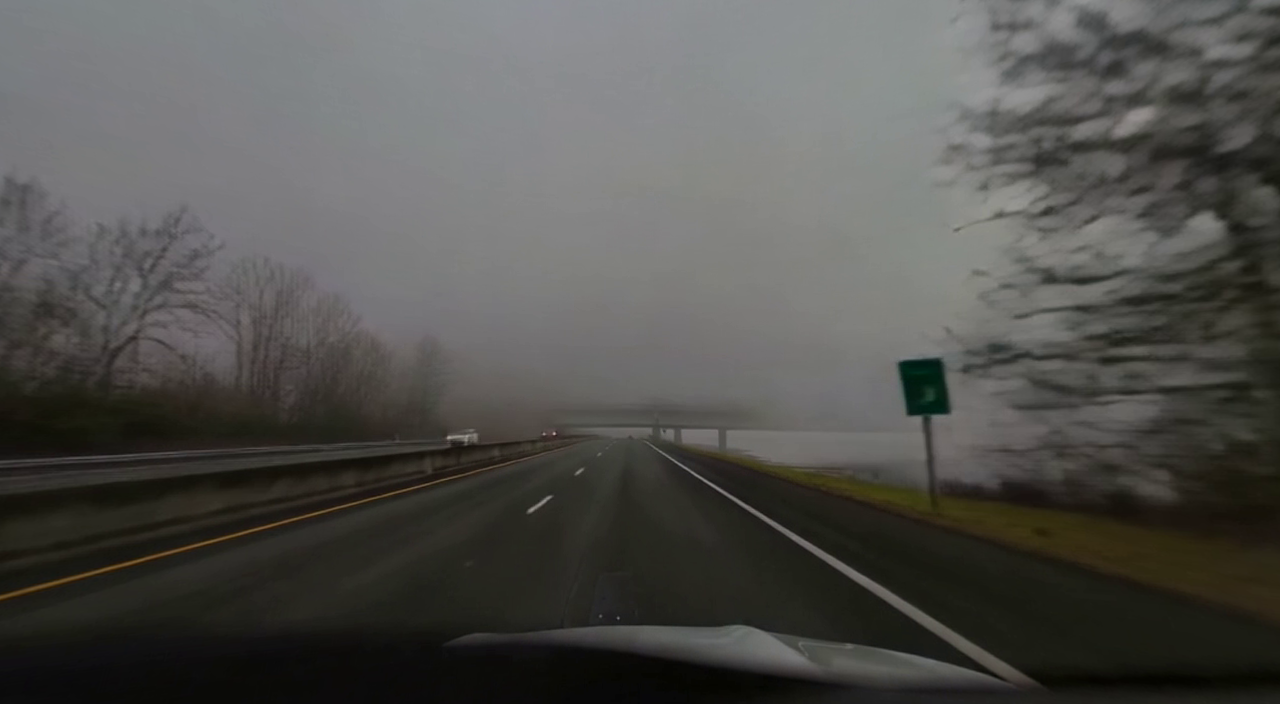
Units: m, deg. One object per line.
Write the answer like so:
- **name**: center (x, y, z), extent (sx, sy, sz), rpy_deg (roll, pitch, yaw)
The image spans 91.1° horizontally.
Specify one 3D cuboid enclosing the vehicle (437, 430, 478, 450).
- **vehicle**: center (-14.356, 6.936, 49.719), extent (1.892, 1.508, 4.530), rpy_deg (0, -8, 0)
